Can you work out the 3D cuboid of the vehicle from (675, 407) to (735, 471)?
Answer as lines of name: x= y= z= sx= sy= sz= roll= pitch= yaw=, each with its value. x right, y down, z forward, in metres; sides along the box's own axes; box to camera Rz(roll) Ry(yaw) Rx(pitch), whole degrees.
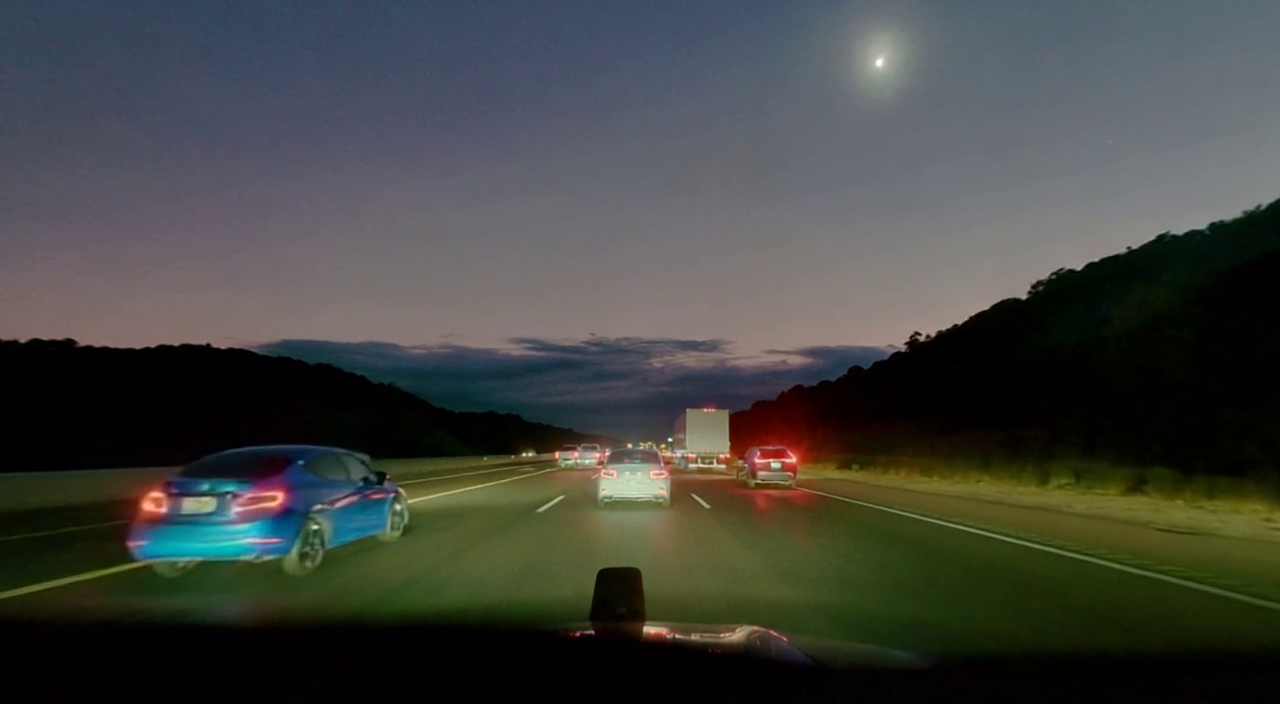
vehicle: x=4.586 y=6.795 z=48.301 sx=3.194 sy=4.038 sz=16.301 roll=0 pitch=-9 yaw=1

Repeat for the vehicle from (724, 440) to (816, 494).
vehicle: x=4.183 y=3.791 z=21.137 sx=2.029 sy=1.579 sz=4.484 roll=0 pitch=-9 yaw=-1

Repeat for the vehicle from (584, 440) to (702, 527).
vehicle: x=0.060 y=2.582 z=12.815 sx=2.041 sy=1.484 sz=3.535 roll=0 pitch=-9 yaw=0

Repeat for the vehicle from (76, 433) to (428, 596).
vehicle: x=-4.258 y=1.817 z=7.820 sx=1.848 sy=1.486 sz=3.832 roll=0 pitch=-9 yaw=1

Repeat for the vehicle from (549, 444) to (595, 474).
vehicle: x=-4.077 y=6.488 z=38.408 sx=2.211 sy=1.669 sz=4.224 roll=0 pitch=-9 yaw=1
